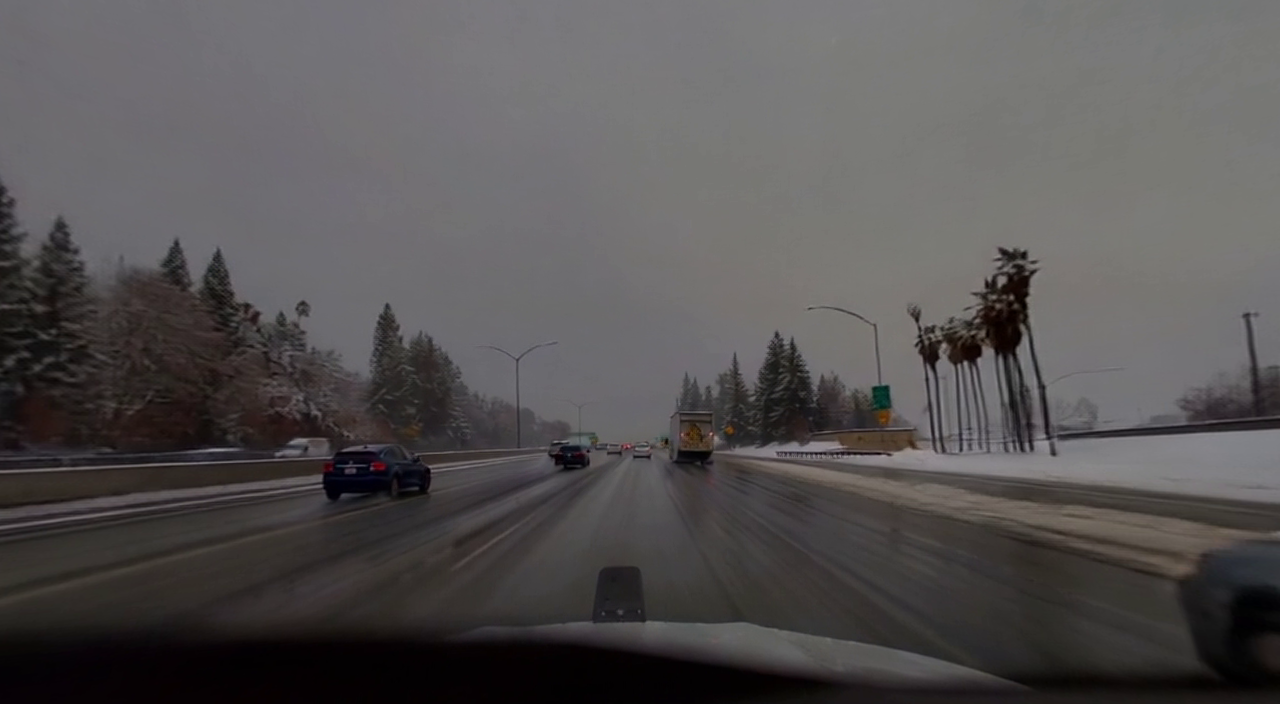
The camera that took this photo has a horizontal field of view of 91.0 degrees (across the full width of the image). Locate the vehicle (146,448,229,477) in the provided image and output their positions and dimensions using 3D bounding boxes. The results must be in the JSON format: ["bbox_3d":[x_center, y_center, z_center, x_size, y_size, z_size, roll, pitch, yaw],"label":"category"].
[{"bbox_3d":[-24.579,5.999,34.358,1.672,1.496,3.693,0,-9,1],"label":"vehicle"}]

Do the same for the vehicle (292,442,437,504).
[{"bbox_3d":[-7.469,3.312,17.646,2.050,1.487,4.372,0,-9,0],"label":"vehicle"}]

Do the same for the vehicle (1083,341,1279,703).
[{"bbox_3d":[3.746,0.619,1.474,2.124,1.674,4.494,0,-9,0],"label":"vehicle"}]

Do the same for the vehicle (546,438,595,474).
[{"bbox_3d":[-3.479,5.303,32.161,2.017,1.683,4.094,0,-9,0],"label":"vehicle"}]

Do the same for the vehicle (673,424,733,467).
[{"bbox_3d":[4.274,6.923,46.309,2.891,2.596,15.534,0,-9,0],"label":"vehicle"}]
